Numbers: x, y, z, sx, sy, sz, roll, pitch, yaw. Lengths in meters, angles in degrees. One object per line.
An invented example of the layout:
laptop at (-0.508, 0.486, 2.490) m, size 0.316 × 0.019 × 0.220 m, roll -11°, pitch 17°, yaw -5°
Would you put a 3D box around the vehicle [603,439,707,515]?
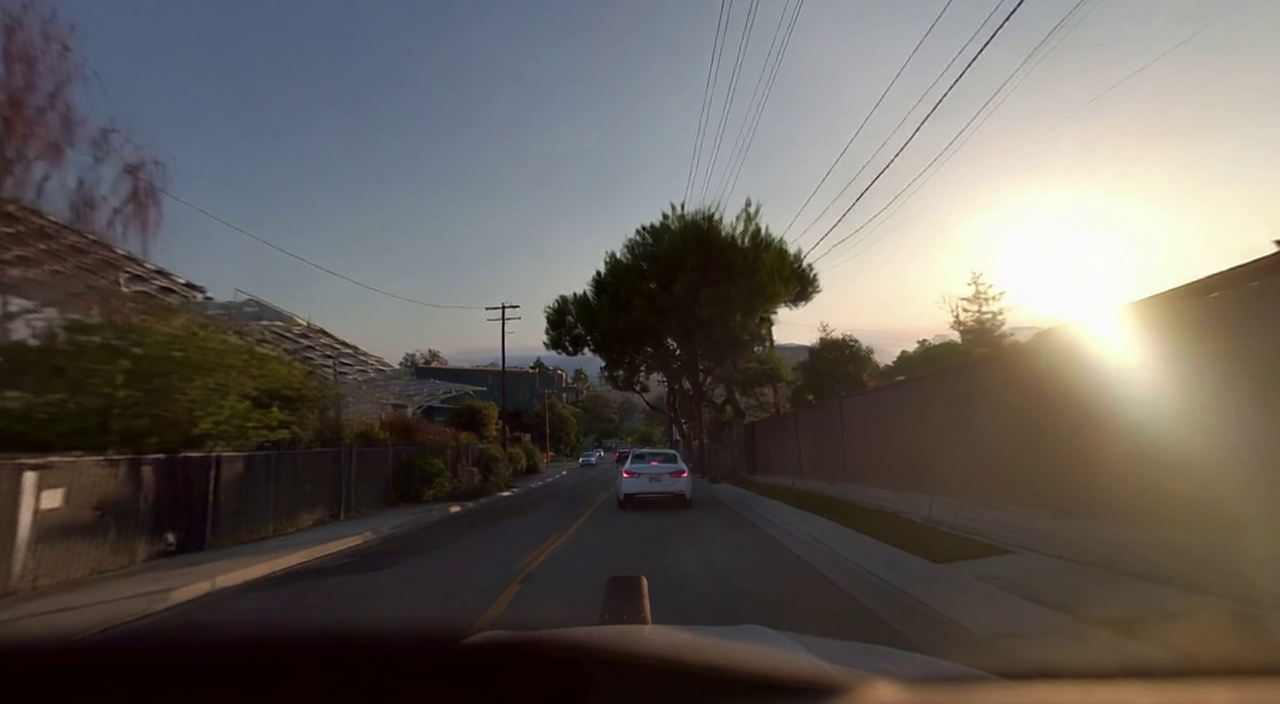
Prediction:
vehicle at (0.281, 2.766, 14.511) m, size 2.060 × 1.487 × 3.920 m, roll 0°, pitch -8°, yaw 0°
